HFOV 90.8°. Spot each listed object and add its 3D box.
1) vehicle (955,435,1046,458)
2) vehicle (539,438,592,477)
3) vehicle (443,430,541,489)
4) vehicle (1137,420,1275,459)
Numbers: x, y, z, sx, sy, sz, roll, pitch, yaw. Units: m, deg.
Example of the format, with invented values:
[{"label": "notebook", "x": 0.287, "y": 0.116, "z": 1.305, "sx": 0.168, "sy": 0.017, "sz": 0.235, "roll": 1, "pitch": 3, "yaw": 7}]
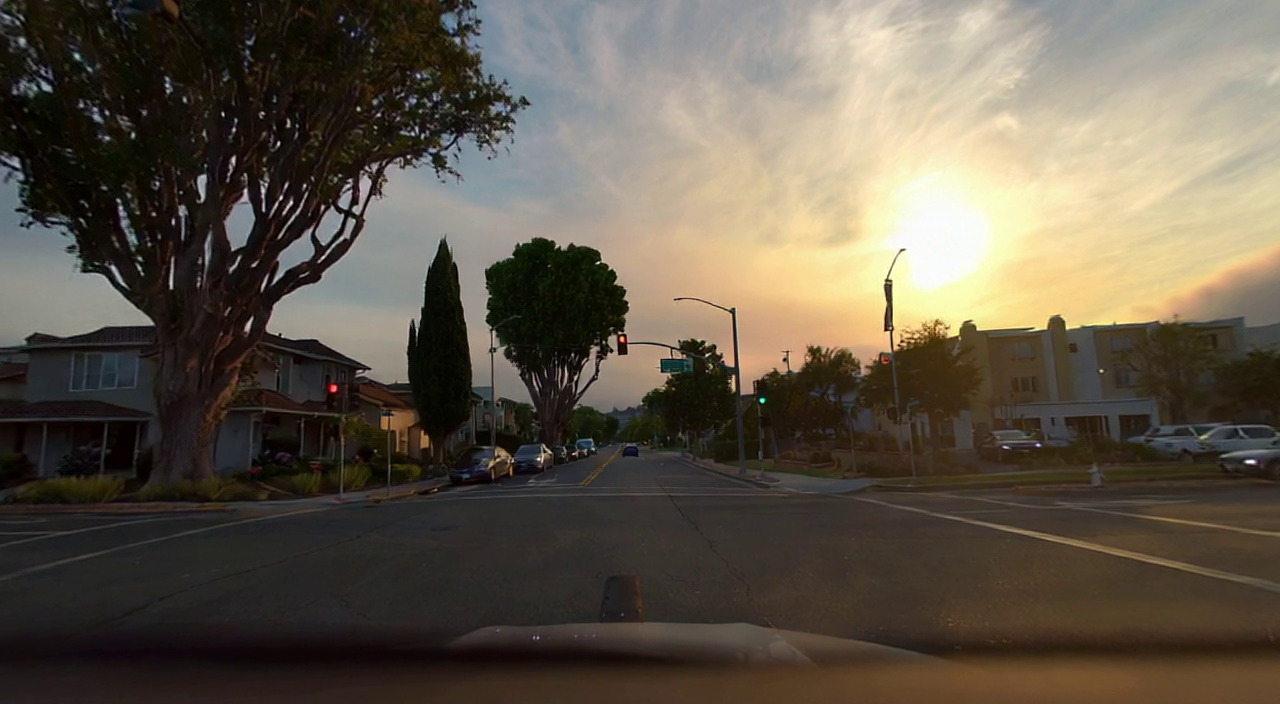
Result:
[{"label": "vehicle", "x": 24.968, "y": 6.557, "z": 43.848, "sx": 5.172, "sy": 1.515, "sz": 1.851, "roll": 0, "pitch": -9, "yaw": -2}, {"label": "vehicle", "x": -3.650, "y": 5.277, "z": 31.898, "sx": 2.120, "sy": 1.783, "sz": 4.788, "roll": 0, "pitch": -9, "yaw": -1}, {"label": "vehicle", "x": -6.505, "y": 4.841, "z": 28.982, "sx": 2.896, "sy": 2.339, "sz": 7.322, "roll": 0, "pitch": -9, "yaw": -1}, {"label": "vehicle", "x": 33.251, "y": 5.162, "z": 37.245, "sx": 5.969, "sy": 2.149, "sz": 2.331, "roll": 0, "pitch": -9, "yaw": -3}]
